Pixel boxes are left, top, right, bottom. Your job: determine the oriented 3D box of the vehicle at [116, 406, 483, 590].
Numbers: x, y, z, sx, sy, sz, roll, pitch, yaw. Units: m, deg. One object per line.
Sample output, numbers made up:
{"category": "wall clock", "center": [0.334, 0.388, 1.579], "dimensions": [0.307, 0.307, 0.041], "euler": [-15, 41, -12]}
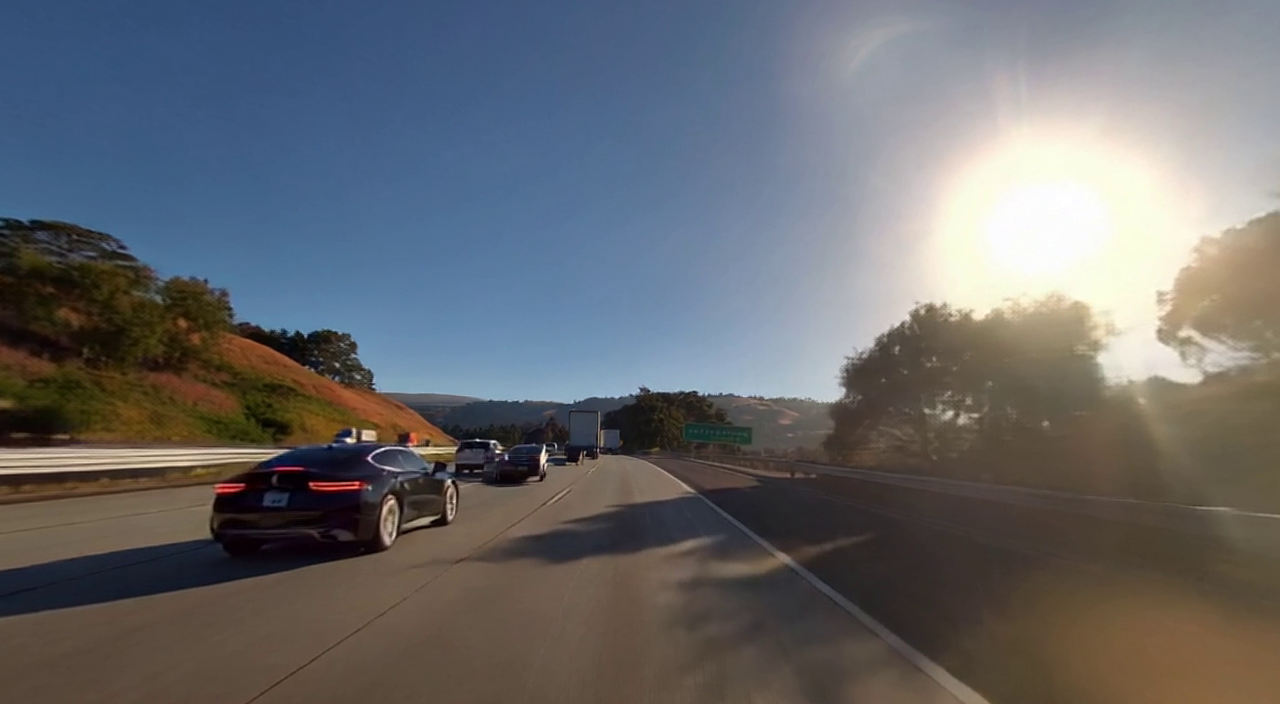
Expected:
{"category": "vehicle", "center": [-3.761, 1.716, 8.267], "dimensions": [2.180, 1.685, 4.668], "euler": [1, -9, 0]}
